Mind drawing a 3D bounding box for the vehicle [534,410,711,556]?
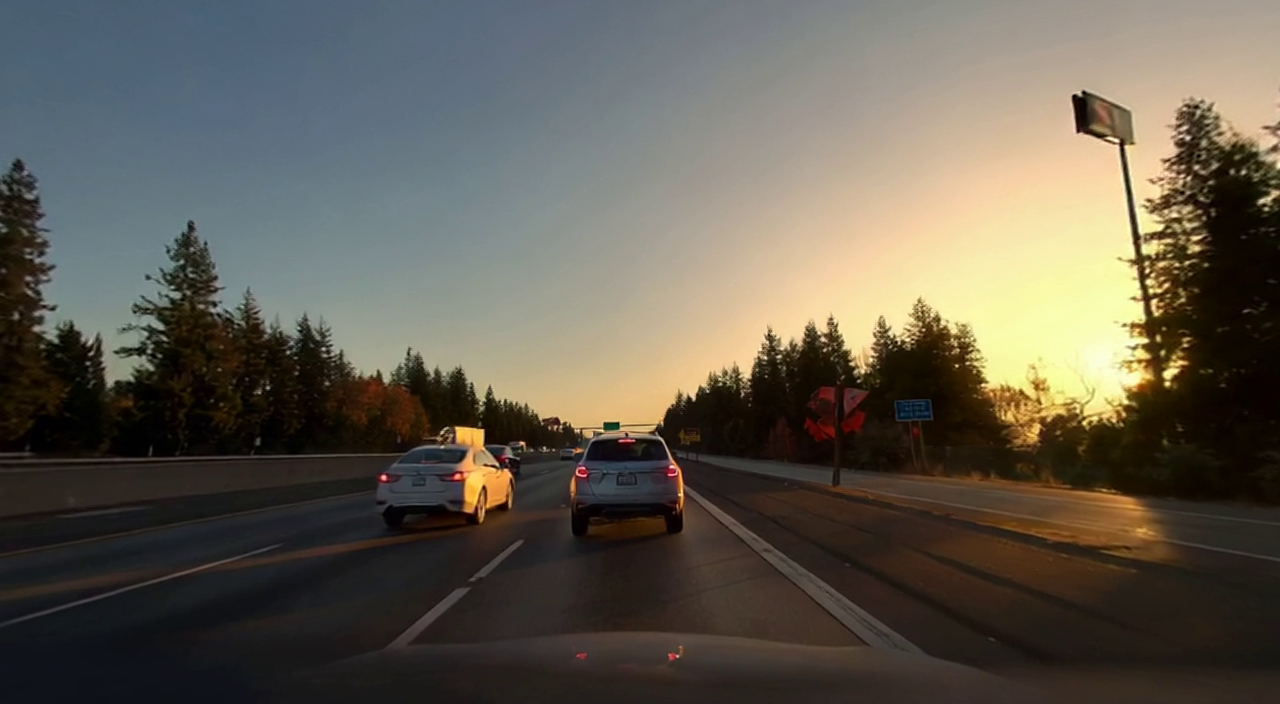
[{"bbox_3d":[-0.255,1.939,10.067,2.127,1.749,4.776,0,-9,-1],"label":"vehicle"}]

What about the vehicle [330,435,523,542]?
[{"bbox_3d":[-3.505,2.315,11.370,1.889,1.522,4.465,0,-9,0],"label":"vehicle"}]
